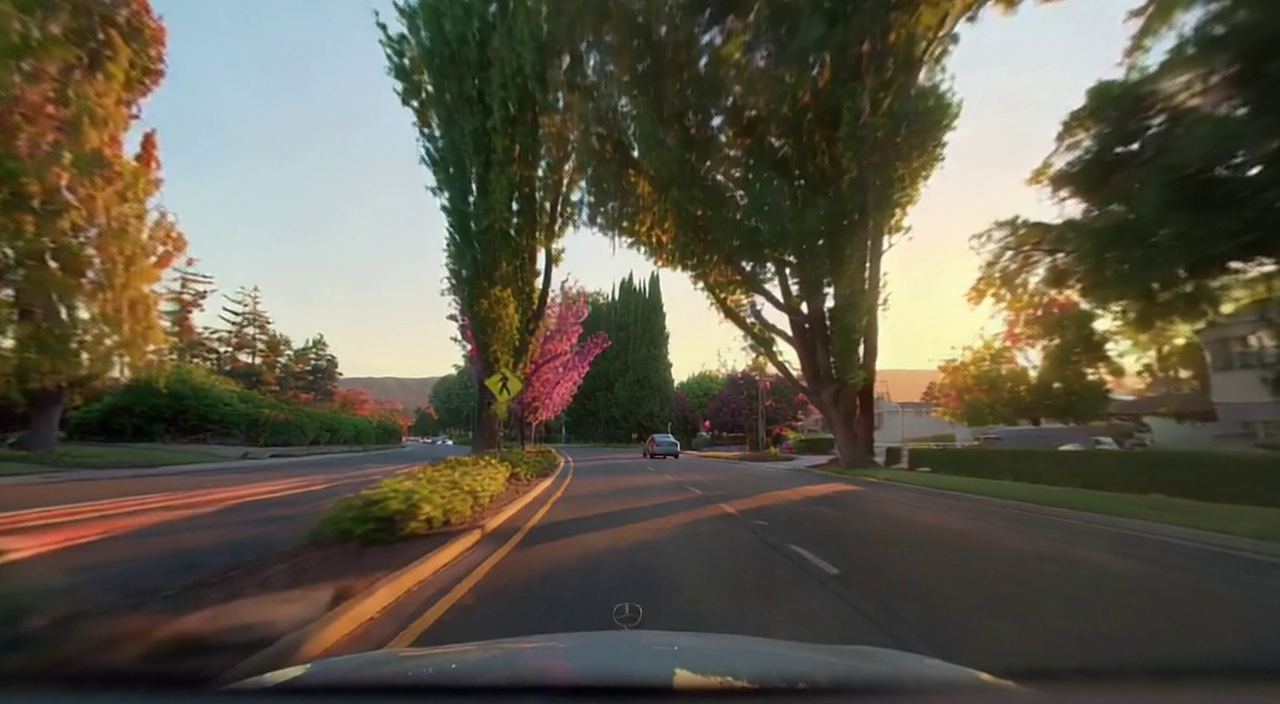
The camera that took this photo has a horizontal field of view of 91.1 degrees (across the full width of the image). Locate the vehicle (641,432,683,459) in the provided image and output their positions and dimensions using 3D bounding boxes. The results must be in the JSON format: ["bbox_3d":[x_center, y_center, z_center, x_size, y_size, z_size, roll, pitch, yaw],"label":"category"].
[{"bbox_3d":[1.502,6.645,44.788,2.166,1.828,4.607,1,-8,-9],"label":"vehicle"}]
